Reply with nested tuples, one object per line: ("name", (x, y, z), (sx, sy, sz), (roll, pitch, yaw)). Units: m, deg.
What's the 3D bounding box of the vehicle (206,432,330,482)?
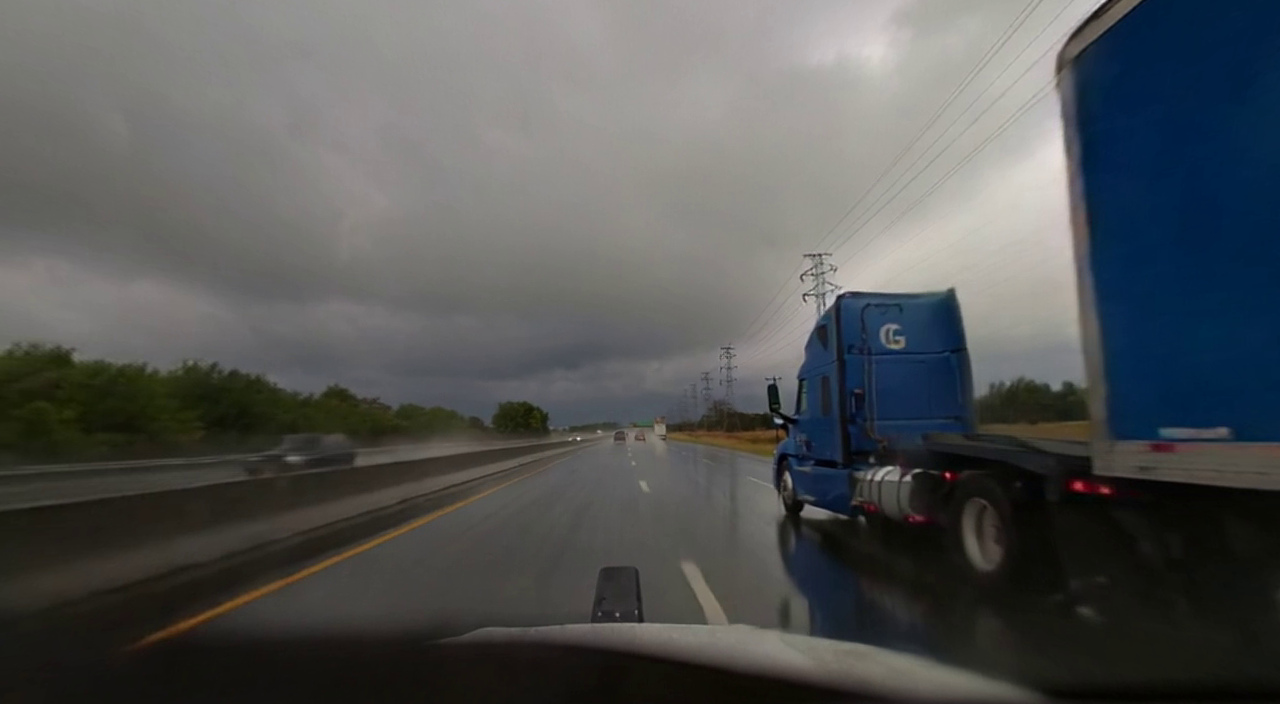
("vehicle", (-12.165, 3.426, 20.915), (1.806, 1.471, 3.963), (0, -8, -2))
